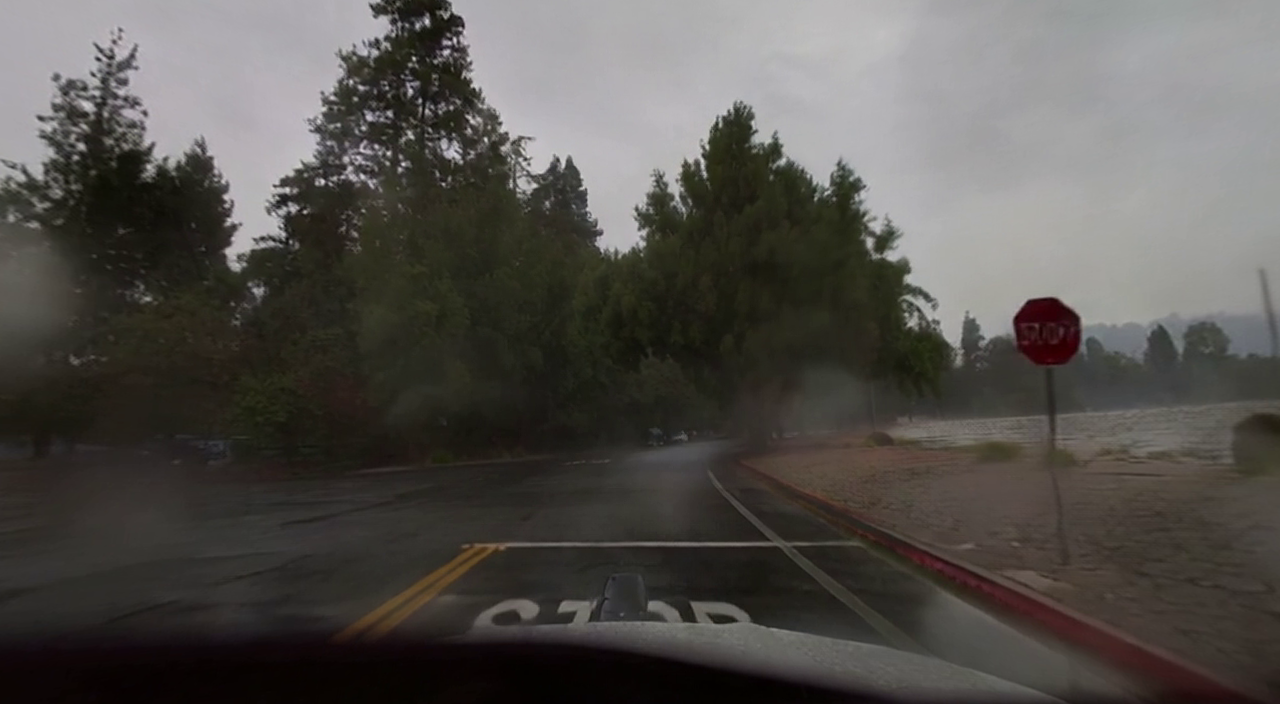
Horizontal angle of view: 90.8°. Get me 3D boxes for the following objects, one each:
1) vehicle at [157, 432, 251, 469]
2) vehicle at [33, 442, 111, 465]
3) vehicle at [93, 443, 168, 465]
[{"bbox_3d":[-27.821,6.265,40.391,4.733,1.892,1.939,-4,-4,3],"label":"vehicle"},{"bbox_3d":[-44.216,7.904,49.227,4.229,1.674,1.996,-1,-9,4],"label":"vehicle"},{"bbox_3d":[-39.187,7.836,48.634,4.258,1.584,1.843,-1,-9,5],"label":"vehicle"}]
